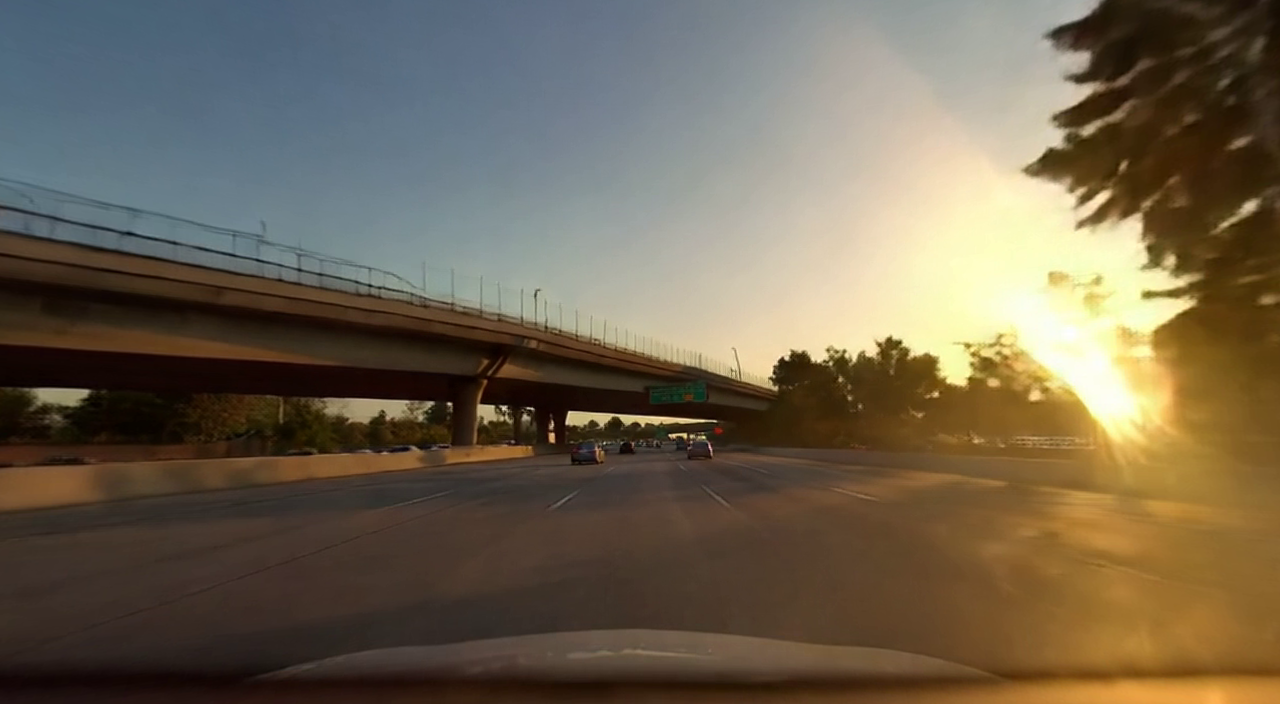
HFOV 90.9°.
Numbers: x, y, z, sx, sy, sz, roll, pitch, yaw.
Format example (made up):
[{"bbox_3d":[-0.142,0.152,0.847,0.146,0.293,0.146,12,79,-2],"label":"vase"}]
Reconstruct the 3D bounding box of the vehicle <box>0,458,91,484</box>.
[{"bbox_3d":[-34.406,6.880,36.604,1.816,1.357,3.577,0,-8,1],"label":"vehicle"}]

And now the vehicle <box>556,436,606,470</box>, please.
[{"bbox_3d":[-3.168,5.556,34.926,2.196,1.733,4.355,-1,-8,2],"label":"vehicle"}]

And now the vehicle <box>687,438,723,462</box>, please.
[{"bbox_3d":[4.843,7.419,47.900,2.229,1.704,4.392,0,-8,0],"label":"vehicle"}]
